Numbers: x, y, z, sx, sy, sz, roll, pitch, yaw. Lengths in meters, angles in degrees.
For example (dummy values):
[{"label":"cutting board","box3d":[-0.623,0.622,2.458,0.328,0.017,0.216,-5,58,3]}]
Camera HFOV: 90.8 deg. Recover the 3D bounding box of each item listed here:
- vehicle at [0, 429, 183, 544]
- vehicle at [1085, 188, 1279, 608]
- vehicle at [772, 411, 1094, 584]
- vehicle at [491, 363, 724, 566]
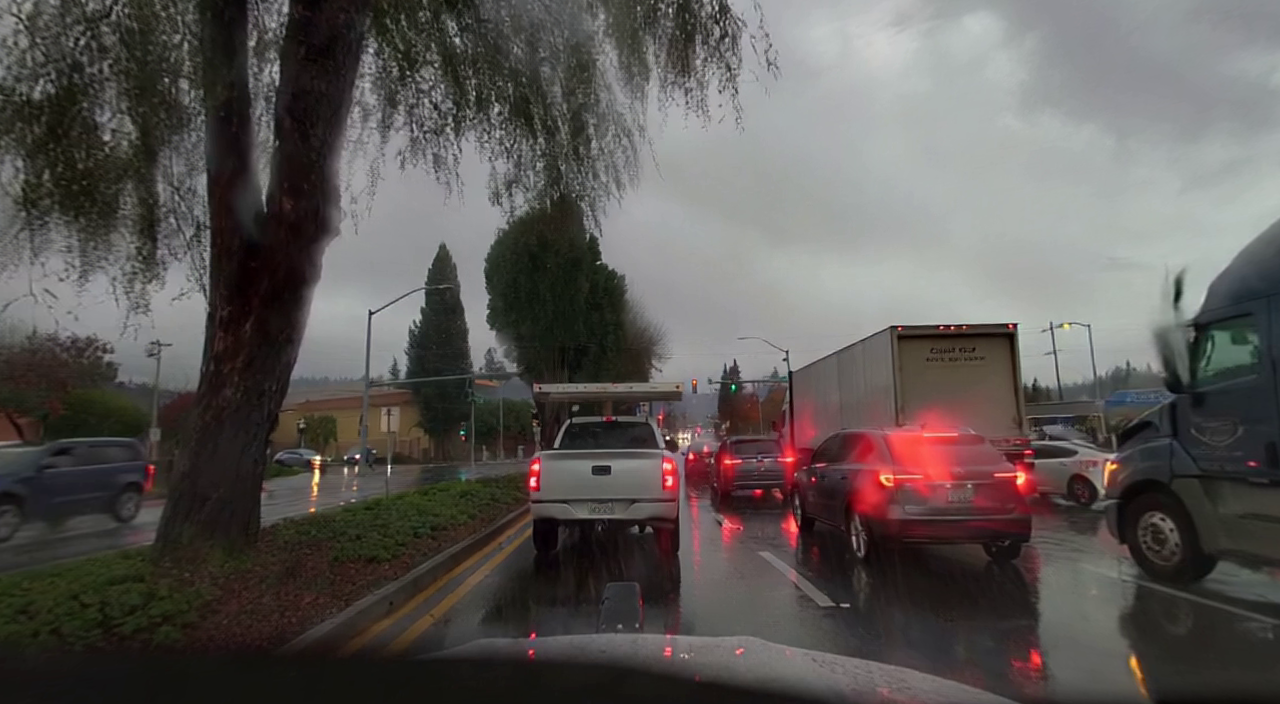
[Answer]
[{"label":"vehicle","box3d":[-11.466,2.450,11.992,2.057,1.854,4.672,0,-9,-1]},{"label":"vehicle","box3d":[6.533,0.098,3.306,2.802,3.322,7.429,0,-9,-1]},{"label":"vehicle","box3d":[3.256,1.735,8.432,1.905,1.587,4.998,0,-9,0]},{"label":"vehicle","box3d":[-0.363,1.593,9.457,2.499,2.183,5.111,0,-9,0]}]
